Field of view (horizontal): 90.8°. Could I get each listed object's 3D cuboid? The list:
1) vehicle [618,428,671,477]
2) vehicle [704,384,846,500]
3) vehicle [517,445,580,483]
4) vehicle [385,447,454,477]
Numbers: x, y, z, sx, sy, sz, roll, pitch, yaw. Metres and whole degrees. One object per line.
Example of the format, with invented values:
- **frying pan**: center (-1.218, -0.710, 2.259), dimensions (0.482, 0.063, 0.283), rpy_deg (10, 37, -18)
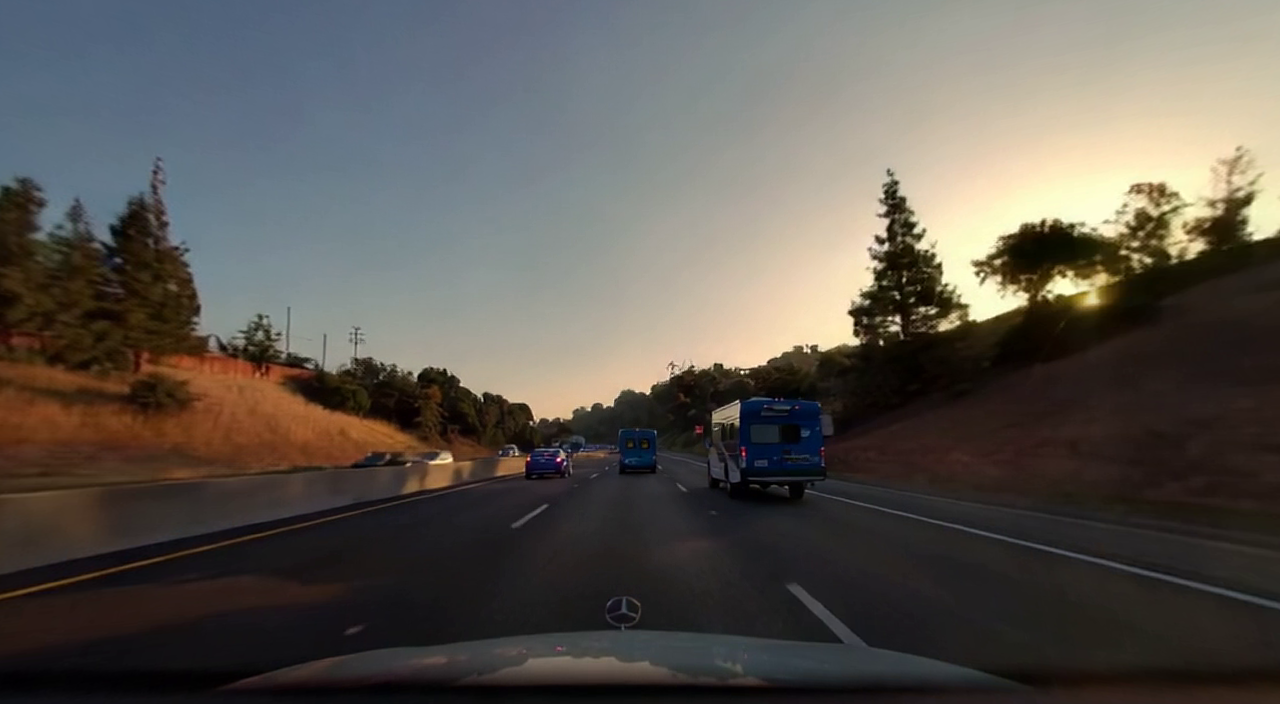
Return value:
- **vehicle**: center (0.183, 5.174, 32.634), dimensions (2.524, 2.310, 4.986), rpy_deg (0, -9, 0)
- **vehicle**: center (3.773, 2.810, 19.591), dimensions (2.607, 2.910, 7.252), rpy_deg (0, -9, -2)
- **vehicle**: center (-3.850, 4.791, 27.331), dimensions (1.959, 1.502, 4.559), rpy_deg (0, -9, 1)
- **vehicle**: center (-11.779, 5.895, 34.091), dimensions (1.928, 1.524, 4.685), rpy_deg (0, -9, 1)
